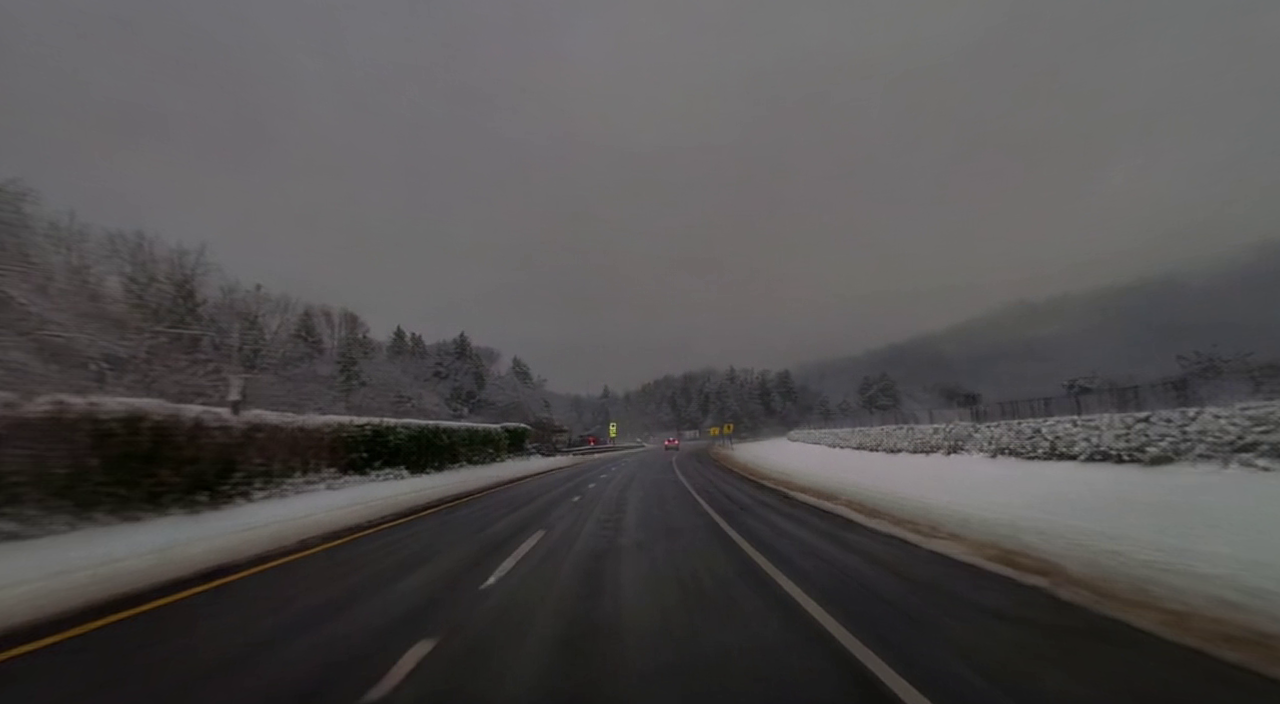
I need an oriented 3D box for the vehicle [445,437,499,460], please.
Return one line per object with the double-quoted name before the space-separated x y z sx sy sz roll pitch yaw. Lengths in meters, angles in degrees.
"vehicle" -12.134 6.972 45.762 2.141 1.612 3.998 -2 -8 13
